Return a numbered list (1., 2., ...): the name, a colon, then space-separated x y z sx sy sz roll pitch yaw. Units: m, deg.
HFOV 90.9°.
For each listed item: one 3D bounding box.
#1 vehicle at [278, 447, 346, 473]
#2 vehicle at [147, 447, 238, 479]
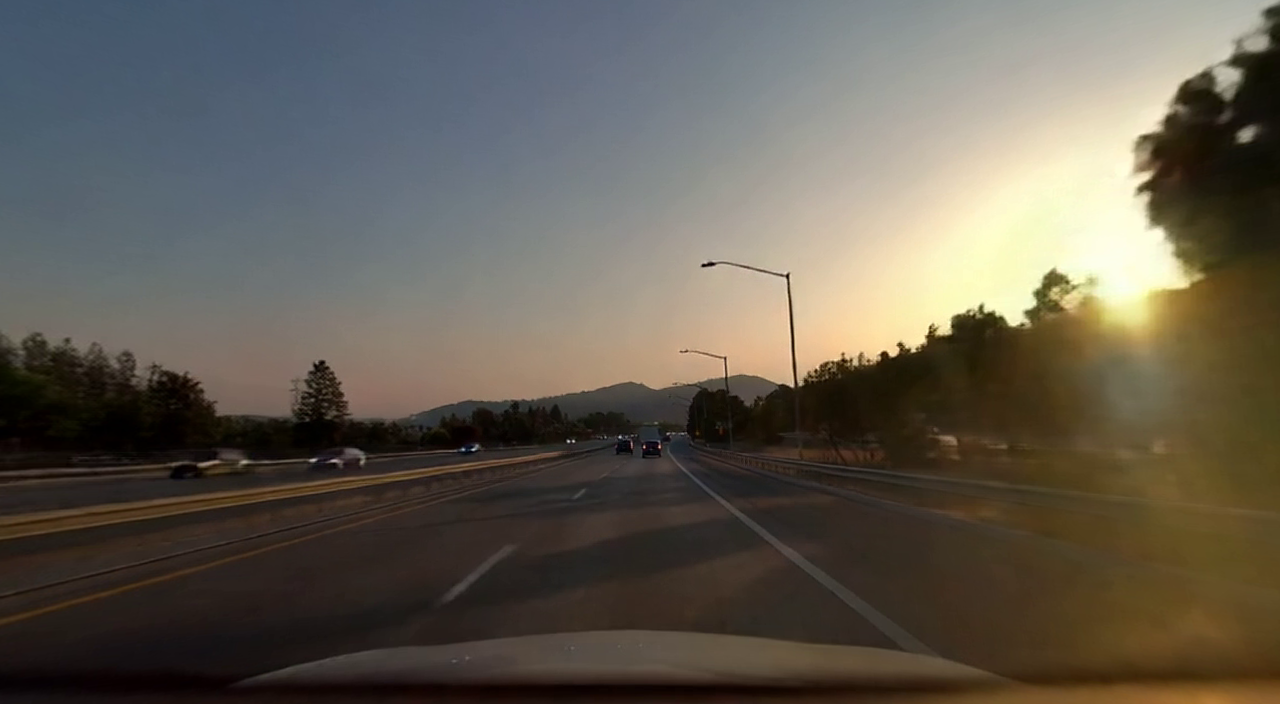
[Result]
1. vehicle: -20.330 6.690 39.316 1.805 1.444 4.489 -1 -8 1
2. vehicle: -24.713 6.116 35.023 1.898 1.575 4.253 -1 -8 1
